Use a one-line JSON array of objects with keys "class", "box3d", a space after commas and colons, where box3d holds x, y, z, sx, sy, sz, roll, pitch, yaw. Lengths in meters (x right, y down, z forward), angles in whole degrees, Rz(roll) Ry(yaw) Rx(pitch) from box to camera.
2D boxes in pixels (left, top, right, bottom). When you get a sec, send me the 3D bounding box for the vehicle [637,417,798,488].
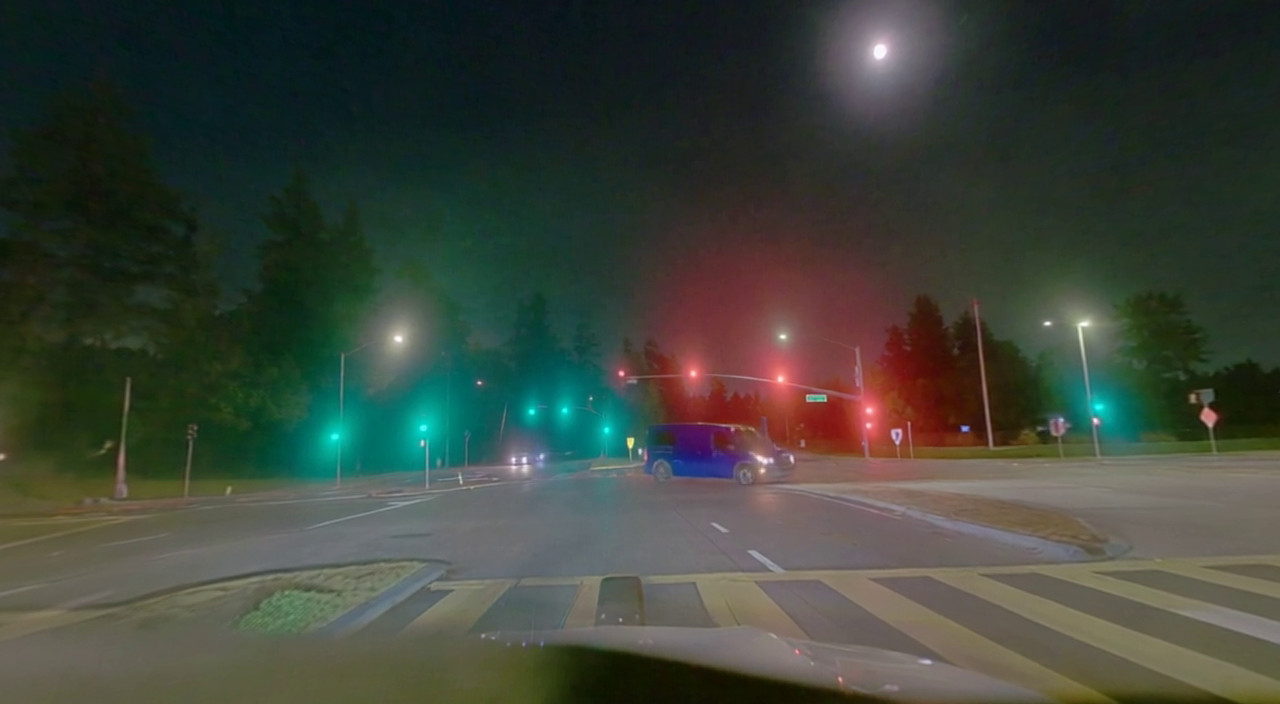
[{"class": "vehicle", "box3d": [2.849, 3.878, 24.533, 5.791, 2.404, 2.465, -8, -11, 42]}]
